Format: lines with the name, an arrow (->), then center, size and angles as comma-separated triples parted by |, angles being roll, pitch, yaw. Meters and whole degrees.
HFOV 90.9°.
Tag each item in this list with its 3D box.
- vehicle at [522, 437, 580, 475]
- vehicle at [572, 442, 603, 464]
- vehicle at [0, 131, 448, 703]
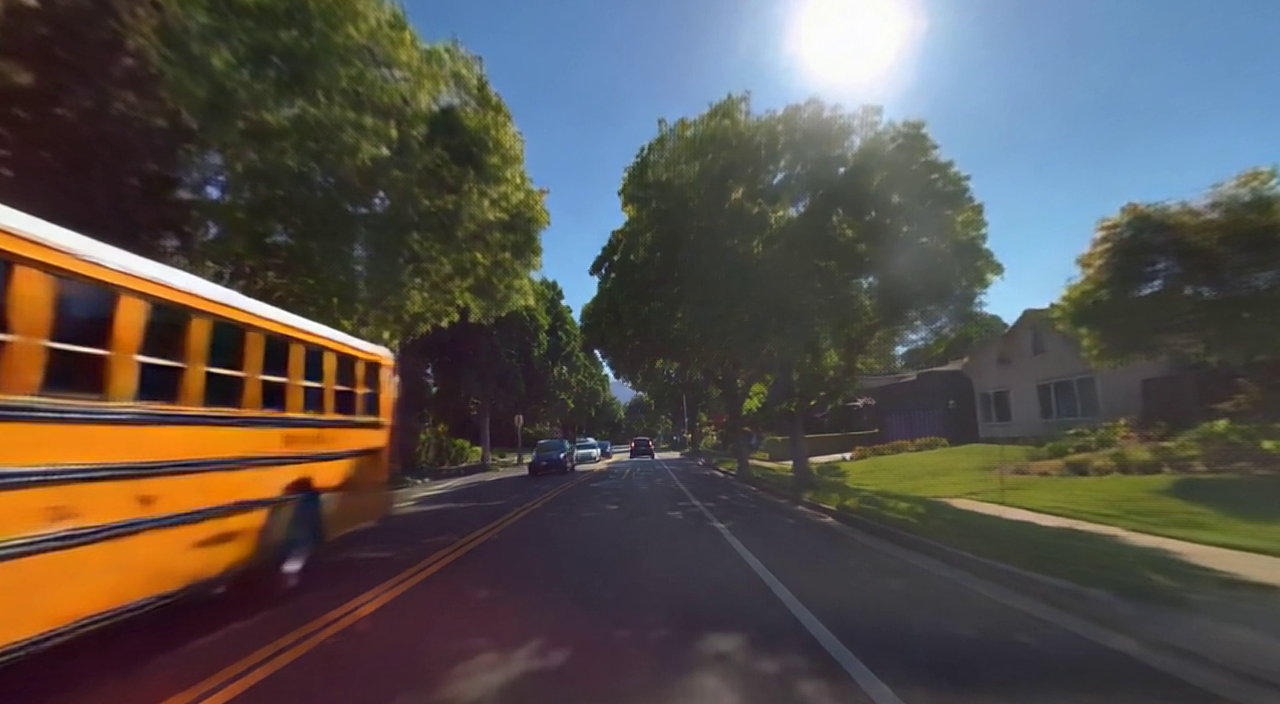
vehicle -> -4.232, 5.037, 30.726 | 2.069, 1.707, 4.385 | 0, -8, 1
vehicle -> -3.944, 7.608, 47.640 | 1.905, 1.510, 4.172 | 0, -8, 1
vehicle -> -4.340, 0.634, 4.306 | 2.966, 2.818, 9.113 | 0, -8, 1
